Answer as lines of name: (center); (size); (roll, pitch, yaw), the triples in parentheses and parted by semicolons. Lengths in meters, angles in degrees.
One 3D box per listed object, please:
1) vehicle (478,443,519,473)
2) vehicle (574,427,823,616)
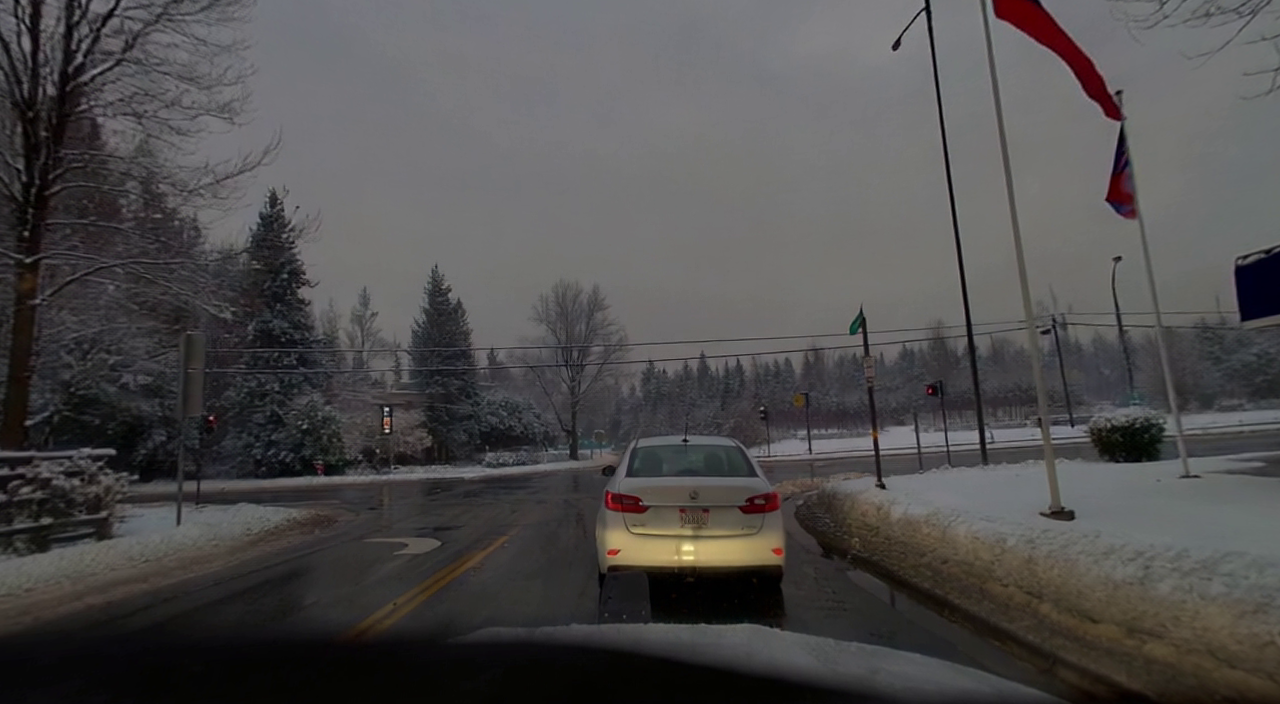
vehicle: (-9.988, 7.491, 44.747); (2.212, 1.948, 4.537); (0, -9, -5)
vehicle: (0.375, 1.627, 6.903); (1.985, 1.463, 3.647); (0, -9, -3)
